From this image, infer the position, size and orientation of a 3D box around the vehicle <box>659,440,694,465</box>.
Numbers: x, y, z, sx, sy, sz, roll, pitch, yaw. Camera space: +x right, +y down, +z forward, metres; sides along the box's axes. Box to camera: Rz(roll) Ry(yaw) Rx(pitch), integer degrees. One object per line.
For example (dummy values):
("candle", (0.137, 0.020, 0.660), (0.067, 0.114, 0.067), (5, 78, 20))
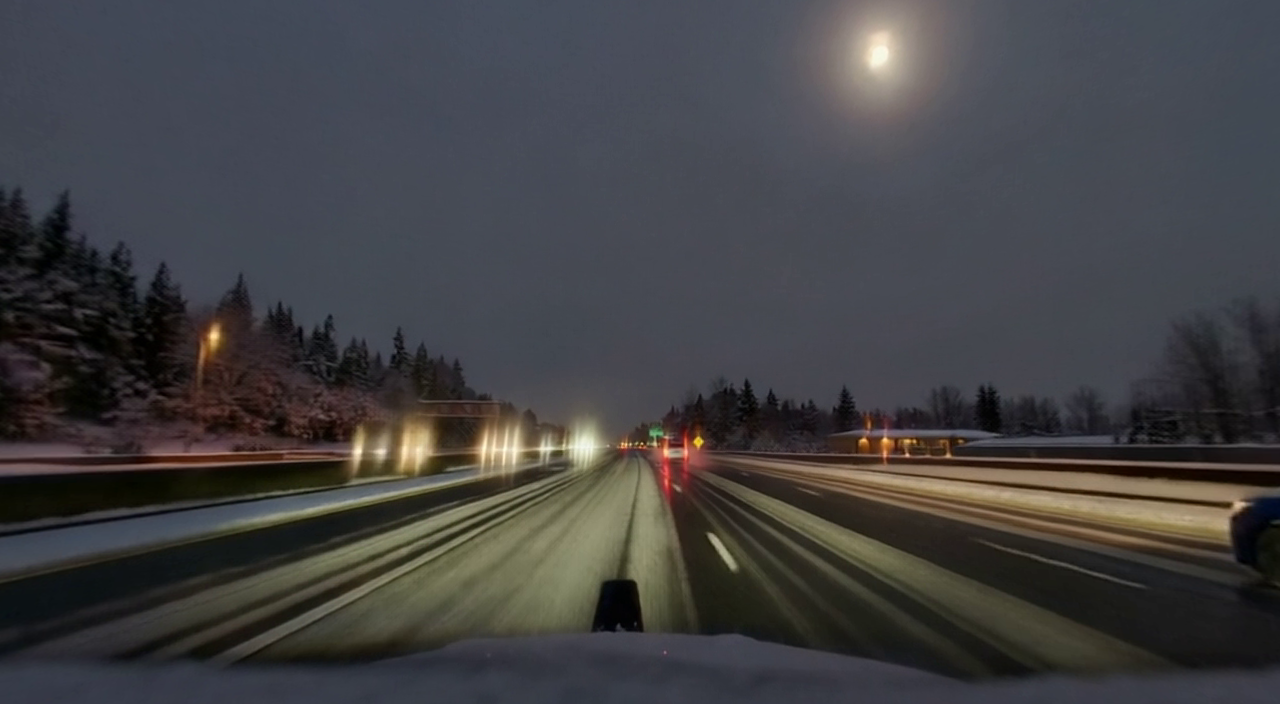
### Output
("vehicle", (2.515, 7.095, 44.801), (2.127, 1.692, 4.382), (0, -9, -1))

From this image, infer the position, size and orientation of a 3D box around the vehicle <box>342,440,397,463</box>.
("vehicle", (-18.160, 6.701, 42.625), (1.887, 1.491, 4.016), (0, -9, 0))
